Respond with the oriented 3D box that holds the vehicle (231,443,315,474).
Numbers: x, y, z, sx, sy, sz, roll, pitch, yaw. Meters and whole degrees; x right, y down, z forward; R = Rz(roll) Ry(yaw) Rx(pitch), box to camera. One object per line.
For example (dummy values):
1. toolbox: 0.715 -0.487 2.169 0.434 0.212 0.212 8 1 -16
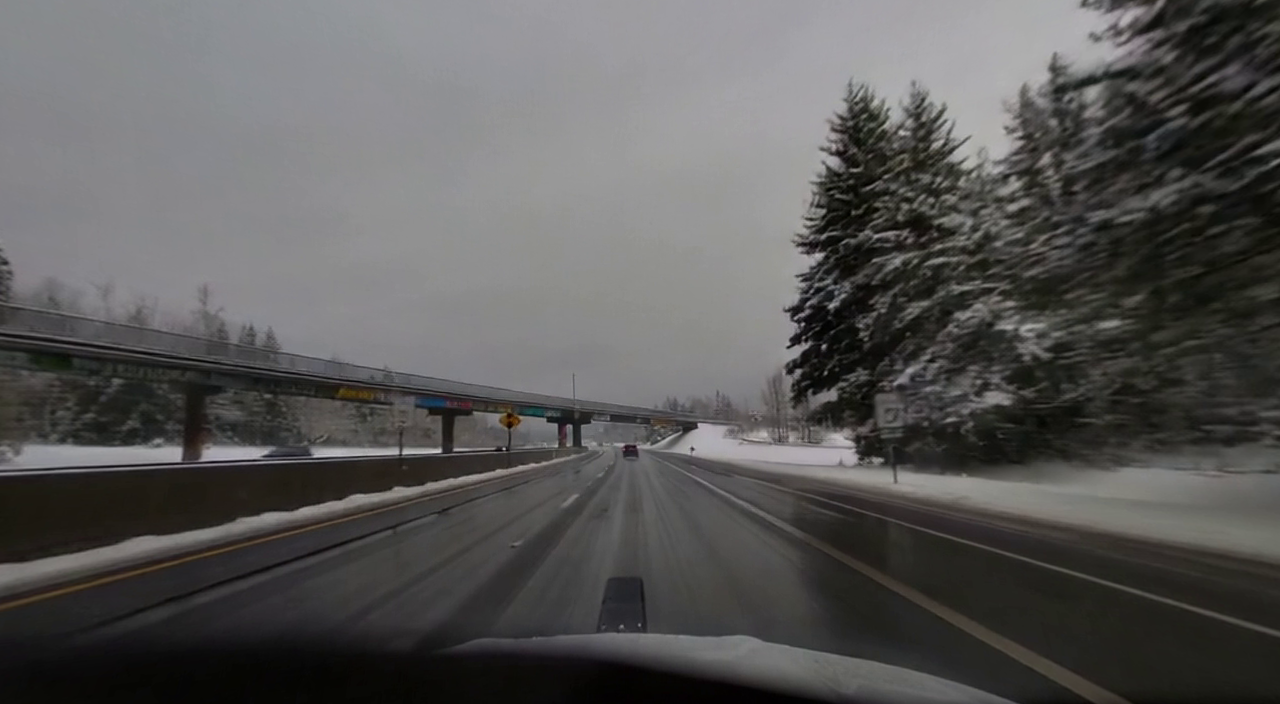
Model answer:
1. vehicle: -18.154 5.283 31.404 1.735 1.423 4.074 0 -9 -1
